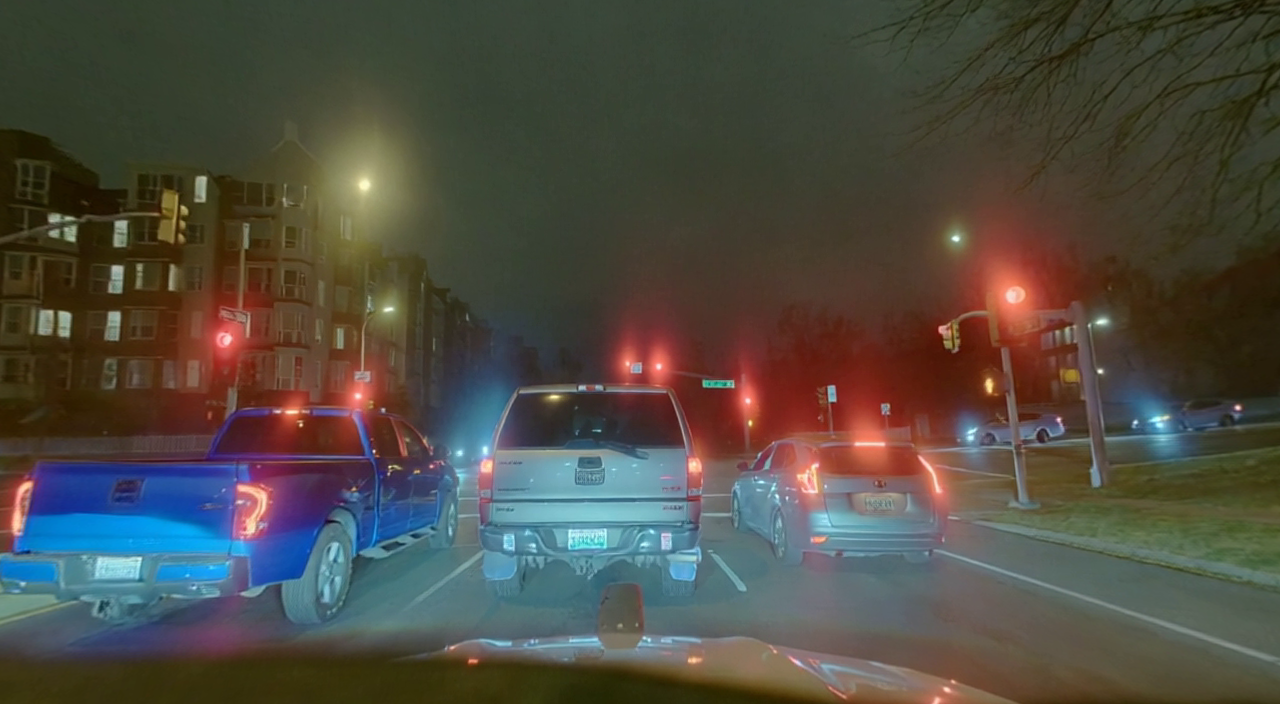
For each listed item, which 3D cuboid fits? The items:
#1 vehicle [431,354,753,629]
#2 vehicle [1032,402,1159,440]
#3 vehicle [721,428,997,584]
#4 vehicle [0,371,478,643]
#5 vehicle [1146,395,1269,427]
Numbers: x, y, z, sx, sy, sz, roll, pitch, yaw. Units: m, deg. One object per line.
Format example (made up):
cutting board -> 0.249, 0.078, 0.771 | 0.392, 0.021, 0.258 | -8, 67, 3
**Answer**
vehicle -> -0.361, 1.313, 6.802 | 2.282, 1.964, 4.421 | 0, -9, -1
vehicle -> 23.316, 3.585, 32.497 | 4.721, 1.866, 2.188 | 0, -9, 2
vehicle -> 2.400, 1.815, 8.329 | 2.016, 1.481, 4.336 | 0, -9, -1
vehicle -> -3.462, 1.425, 6.927 | 2.146, 1.828, 5.148 | 0, -9, -2
vehicle -> 29.278, 3.058, 32.680 | 4.540, 1.543, 1.803 | 0, -9, 1
